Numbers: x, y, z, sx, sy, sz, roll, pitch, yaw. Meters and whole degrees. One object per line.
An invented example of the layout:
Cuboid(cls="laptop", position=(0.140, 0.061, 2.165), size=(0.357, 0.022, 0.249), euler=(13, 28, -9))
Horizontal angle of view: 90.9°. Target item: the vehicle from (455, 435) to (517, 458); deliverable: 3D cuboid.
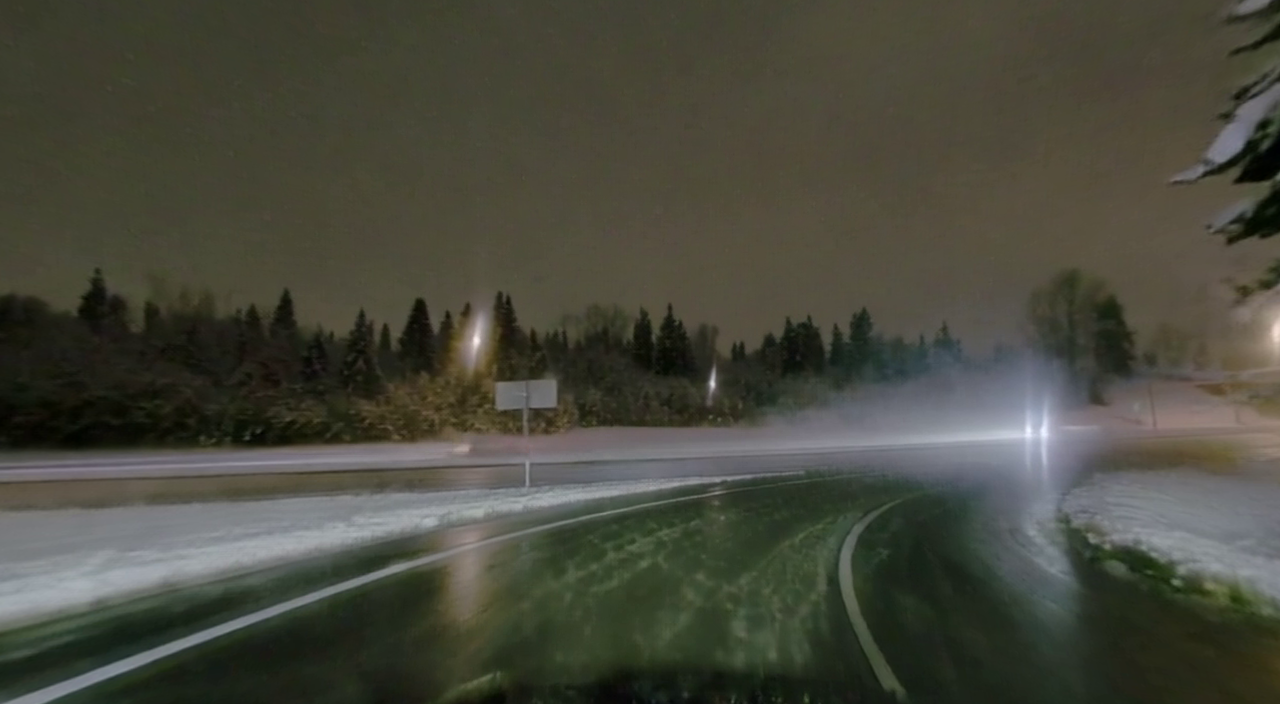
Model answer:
Cuboid(cls="vehicle", position=(-10.181, 6.218, 41.691), size=(3.706, 1.442, 1.743), euler=(3, -9, -23))
